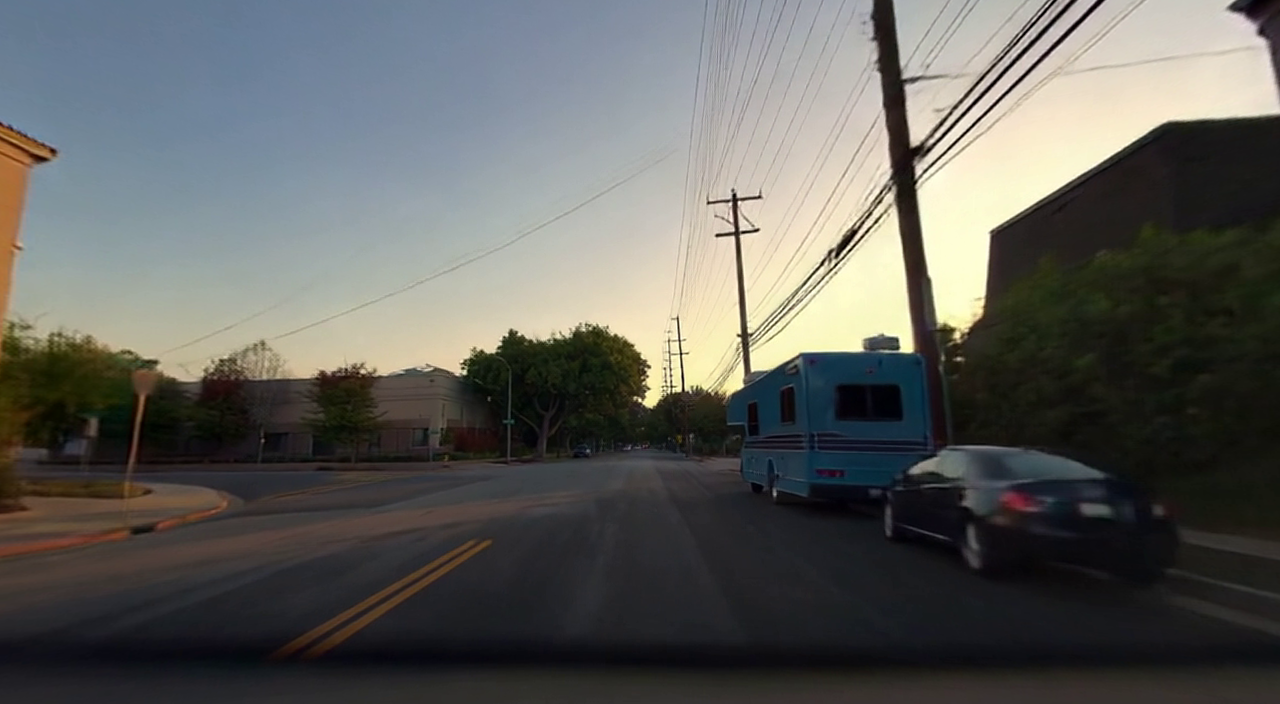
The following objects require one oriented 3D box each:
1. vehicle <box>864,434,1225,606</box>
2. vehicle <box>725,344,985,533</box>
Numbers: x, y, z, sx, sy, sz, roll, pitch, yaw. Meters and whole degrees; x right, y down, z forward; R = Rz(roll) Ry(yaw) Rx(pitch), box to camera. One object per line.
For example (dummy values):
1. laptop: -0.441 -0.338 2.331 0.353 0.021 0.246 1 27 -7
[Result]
1. vehicle: 4.422 1.835 7.750 1.852 1.497 3.672 -2 -8 -2
2. vehicle: 4.253 2.117 15.263 3.110 3.241 8.788 0 -9 -1
